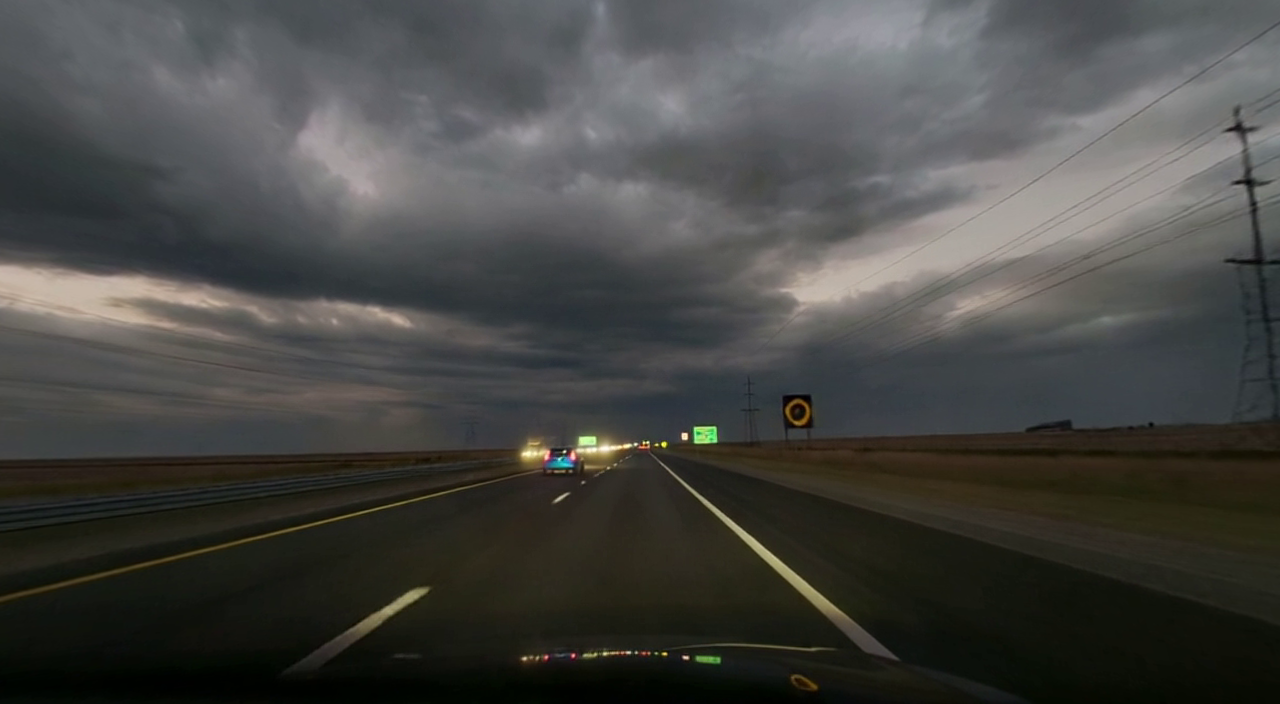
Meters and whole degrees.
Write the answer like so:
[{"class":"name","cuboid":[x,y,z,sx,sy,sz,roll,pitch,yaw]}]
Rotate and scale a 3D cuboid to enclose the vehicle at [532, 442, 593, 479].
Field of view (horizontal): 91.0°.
[{"class":"vehicle","cuboid":[-3.450,4.951,28.915,2.106,1.543,4.465,0,-9,1]}]
